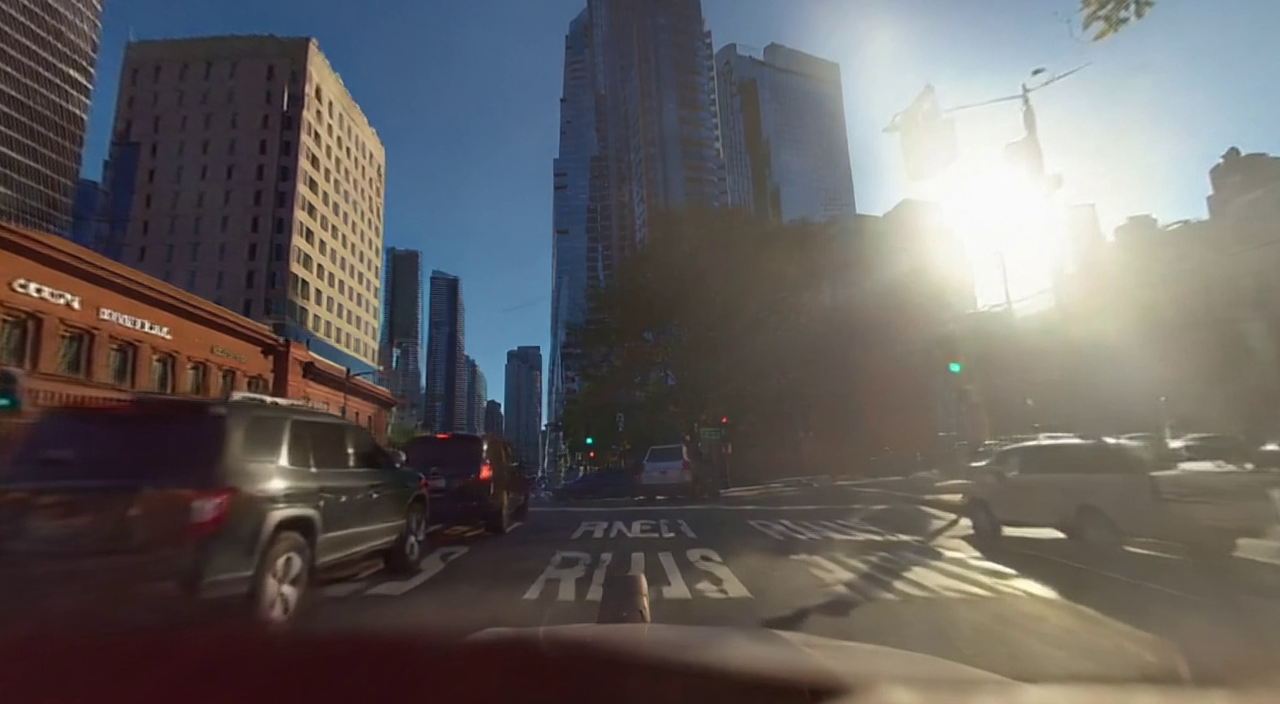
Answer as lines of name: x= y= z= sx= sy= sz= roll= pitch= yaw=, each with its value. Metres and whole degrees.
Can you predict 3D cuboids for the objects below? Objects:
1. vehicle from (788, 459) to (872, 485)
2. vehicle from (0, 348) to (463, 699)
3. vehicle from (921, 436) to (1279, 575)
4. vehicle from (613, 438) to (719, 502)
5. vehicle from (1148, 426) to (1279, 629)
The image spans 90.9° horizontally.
vehicle: x=11.234 y=7.123 z=37.428 sx=4.371 sy=1.439 sz=1.818 roll=0 pitch=-9 yaw=-1
vehicle: x=-3.385 y=1.294 z=6.004 sx=1.977 sy=1.887 sz=5.068 roll=0 pitch=-9 yaw=-1
vehicle: x=6.044 y=1.968 z=8.946 sx=2.056 sy=1.460 sz=4.358 roll=0 pitch=-9 yaw=0
vehicle: x=1.018 y=3.713 z=20.358 sx=2.328 sy=1.746 sz=5.072 roll=-3 pitch=-9 yaw=15
vehicle: x=5.818 y=1.165 z=3.686 sx=1.919 sy=1.529 sz=4.558 roll=0 pitch=-9 yaw=1
